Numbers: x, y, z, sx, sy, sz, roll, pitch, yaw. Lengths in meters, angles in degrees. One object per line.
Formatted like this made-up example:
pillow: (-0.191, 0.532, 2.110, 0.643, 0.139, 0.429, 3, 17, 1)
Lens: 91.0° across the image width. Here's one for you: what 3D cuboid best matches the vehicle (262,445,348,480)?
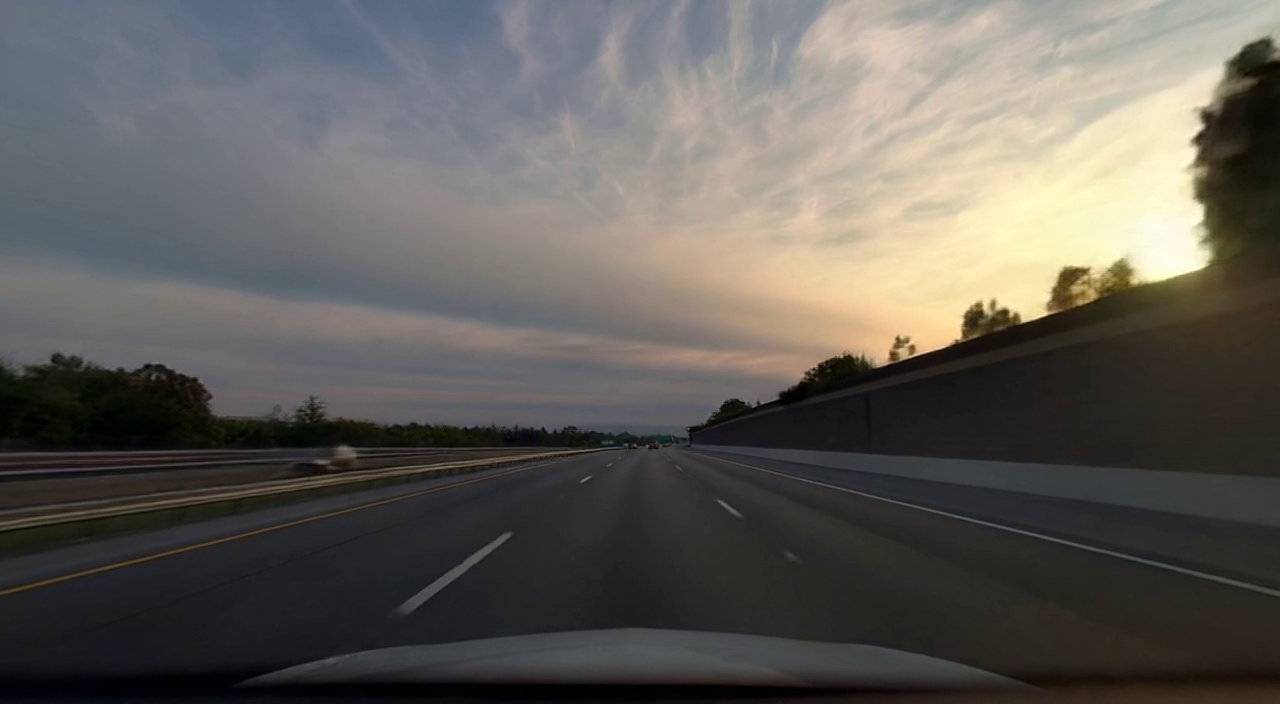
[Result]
vehicle: (-16.729, 5.511, 31.678, 1.893, 1.617, 4.251, 0, -8, 1)
